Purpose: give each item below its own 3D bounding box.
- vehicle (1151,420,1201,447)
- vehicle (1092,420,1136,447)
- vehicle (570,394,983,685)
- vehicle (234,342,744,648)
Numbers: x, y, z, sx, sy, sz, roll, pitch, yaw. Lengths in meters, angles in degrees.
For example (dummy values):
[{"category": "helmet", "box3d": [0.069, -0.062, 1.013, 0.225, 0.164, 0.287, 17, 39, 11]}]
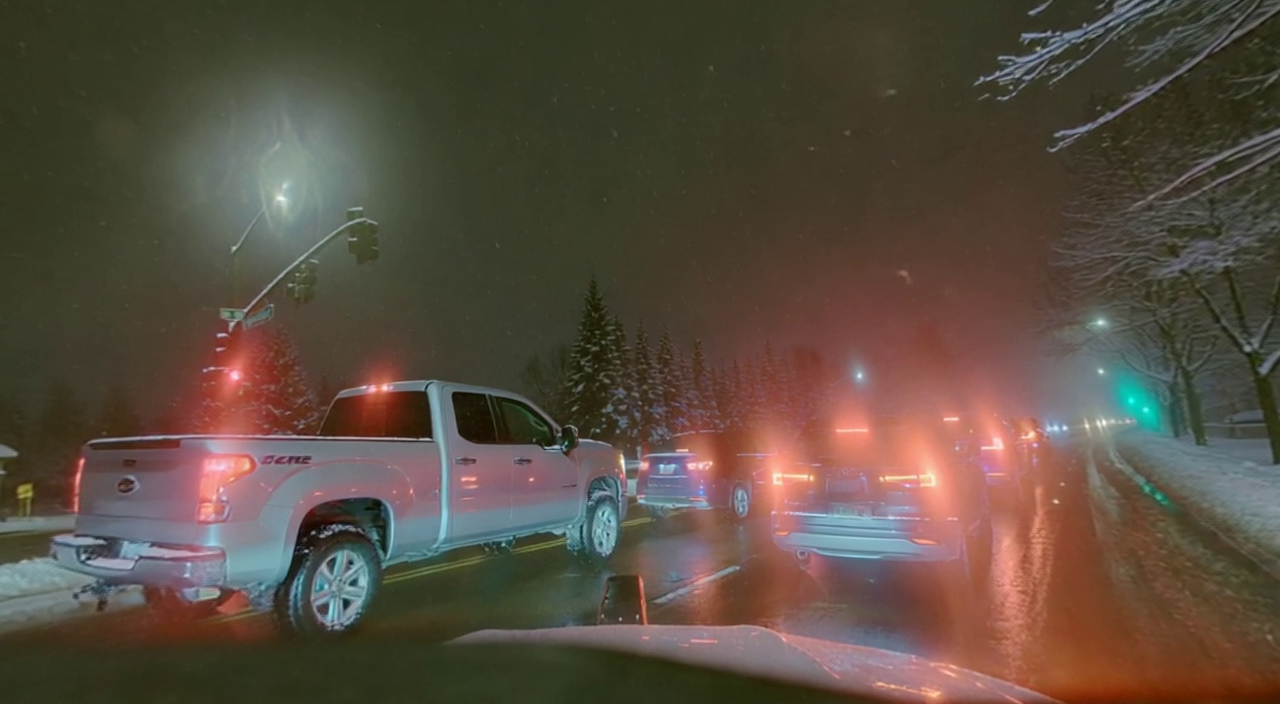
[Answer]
[{"category": "vehicle", "box3d": [35.762, 5.481, 42.214, 2.183, 1.714, 4.491, -6, -11, 37]}, {"category": "vehicle", "box3d": [32.789, 5.679, 43.725, 2.160, 1.790, 4.303, -6, -10, 35]}, {"category": "vehicle", "box3d": [1.714, 1.381, 5.997, 2.027, 1.549, 4.801, -6, -10, 35]}, {"category": "vehicle", "box3d": [-0.878, 1.405, 7.463, 2.272, 2.016, 6.146, -5, -10, 28]}]
